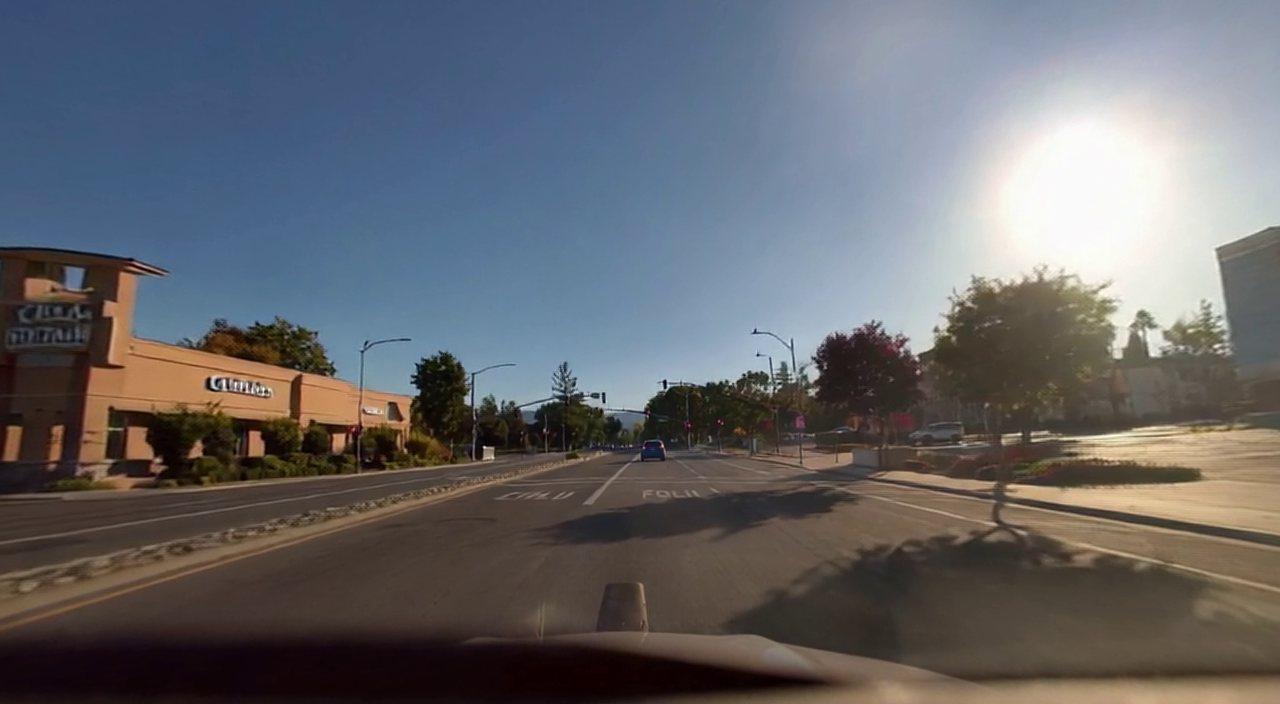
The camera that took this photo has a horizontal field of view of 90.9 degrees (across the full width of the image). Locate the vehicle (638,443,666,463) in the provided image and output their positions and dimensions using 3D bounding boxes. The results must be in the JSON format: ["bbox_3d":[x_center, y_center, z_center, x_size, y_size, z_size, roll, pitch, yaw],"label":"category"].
[{"bbox_3d":[0.869,7.690,48.100,2.028,1.478,4.545,0,-9,0],"label":"vehicle"}]
